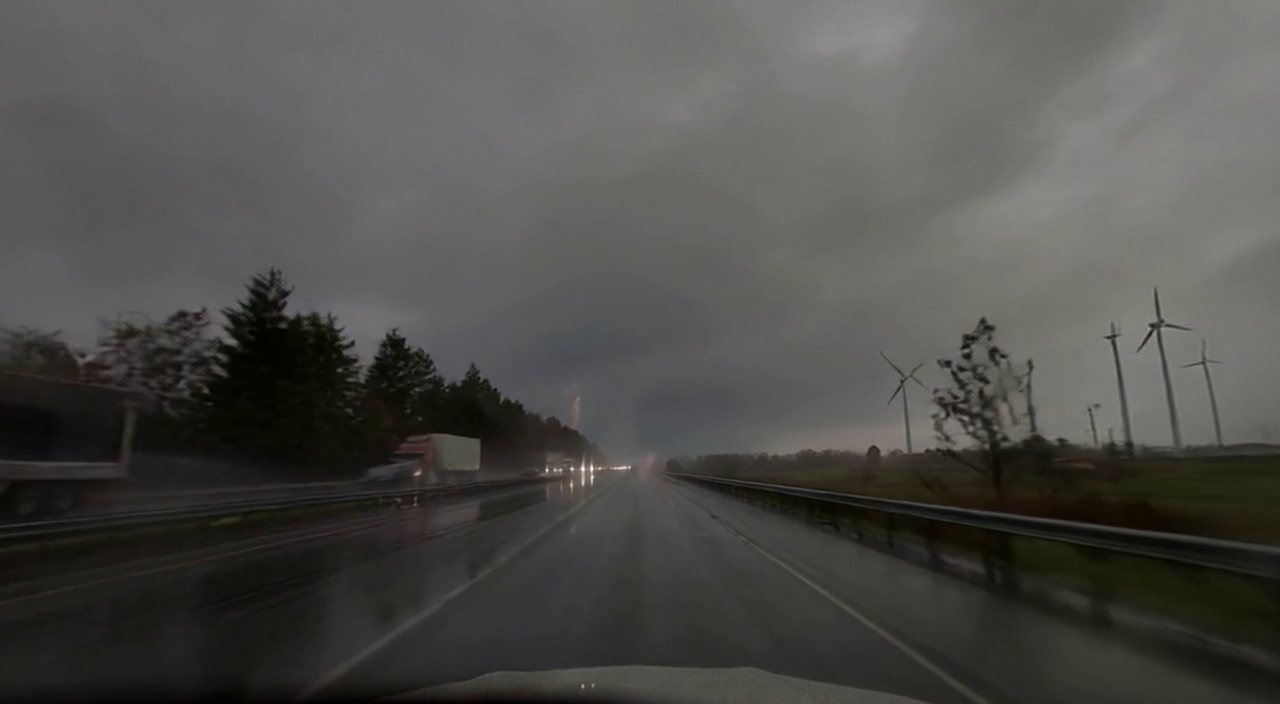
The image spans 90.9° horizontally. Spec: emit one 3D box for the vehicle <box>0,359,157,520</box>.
[{"bbox_3d":[-16.710,1.643,12.713,2.814,3.790,14.222,1,-10,-1],"label":"vehicle"}]

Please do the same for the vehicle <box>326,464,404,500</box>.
[{"bbox_3d":[-12.430,5.888,28.737,1.734,1.516,4.031,1,-10,0],"label":"vehicle"}]
